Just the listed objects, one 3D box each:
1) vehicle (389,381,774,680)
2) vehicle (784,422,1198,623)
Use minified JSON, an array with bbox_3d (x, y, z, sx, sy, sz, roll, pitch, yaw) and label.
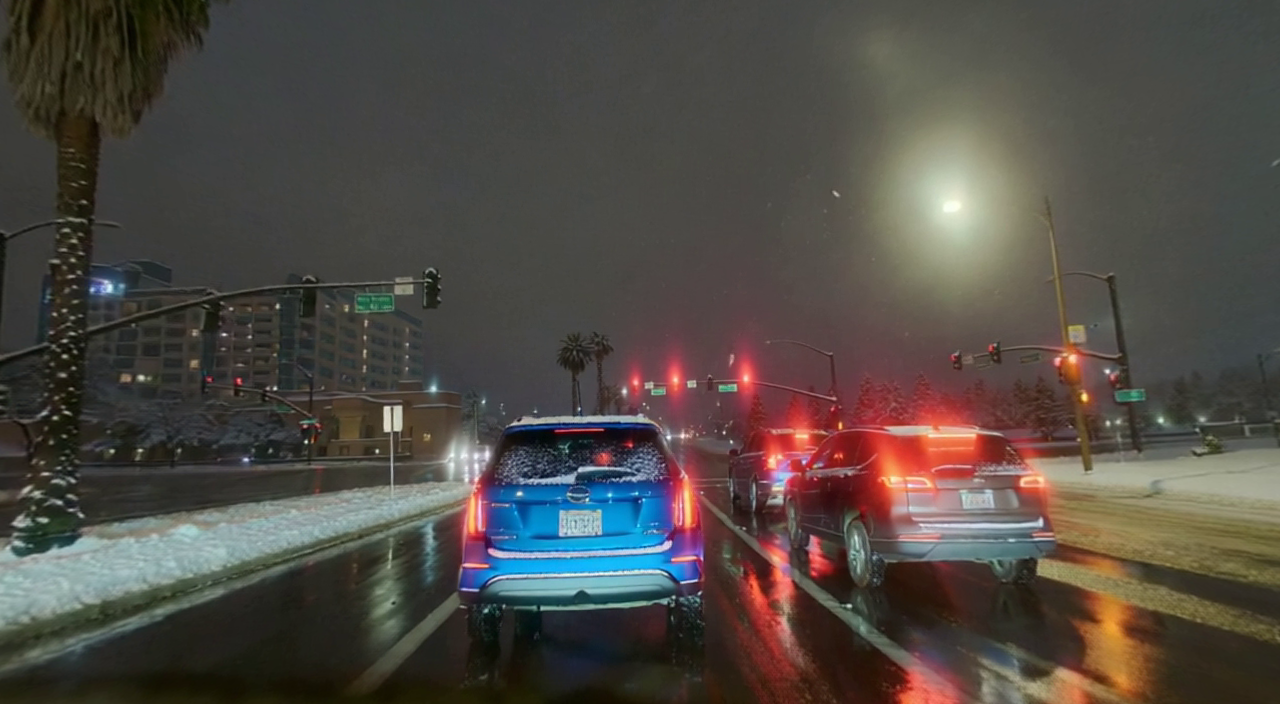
[{"bbox_3d":[-0.336,1.312,5.675,2.172,1.694,4.055,0,-8,0],"label":"vehicle"},{"bbox_3d":[3.122,1.602,6.952,1.971,1.473,4.495,0,-8,0],"label":"vehicle"}]
